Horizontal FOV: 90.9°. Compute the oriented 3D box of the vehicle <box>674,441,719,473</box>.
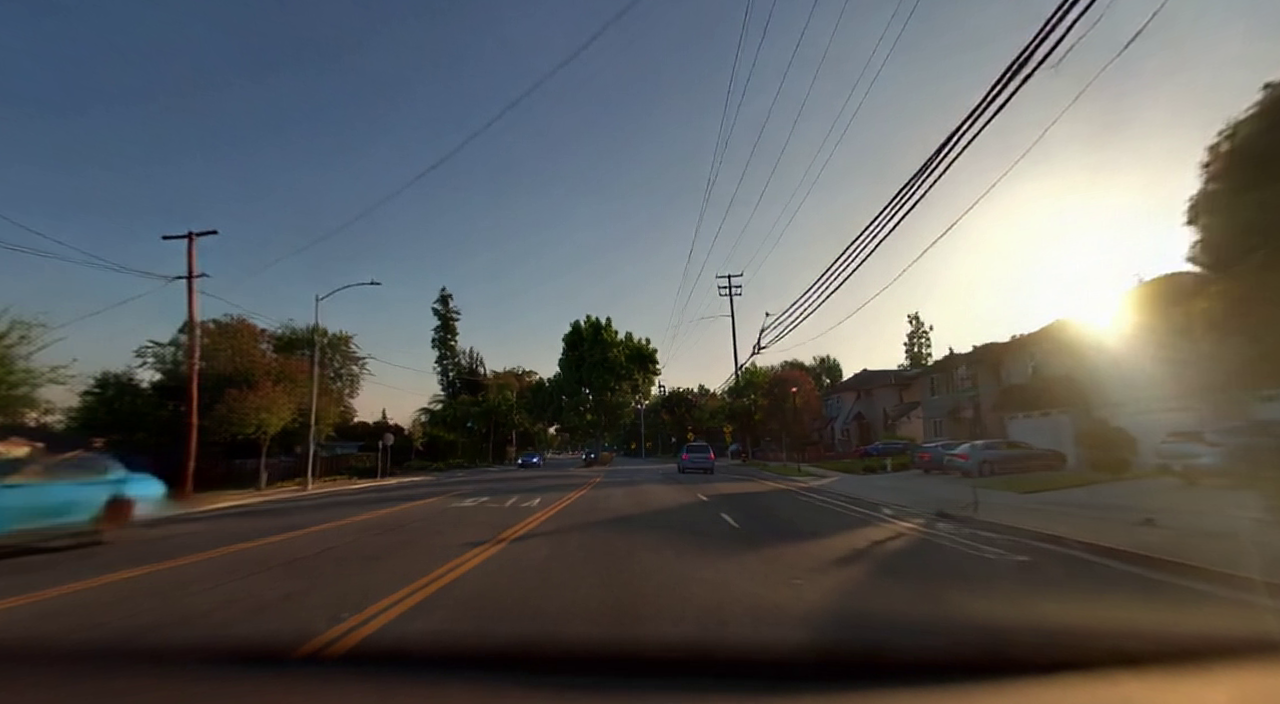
[{"bbox_3d":[3.394,6.501,39.085,2.144,1.843,4.827,0,-9,-2],"label":"vehicle"}]

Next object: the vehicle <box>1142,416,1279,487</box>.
[{"bbox_3d":[16.429,2.580,16.588,4.329,1.682,2.240,-2,-10,2],"label":"vehicle"}]

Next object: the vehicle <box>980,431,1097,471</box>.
[{"bbox_3d":[16.009,4.016,25.648,1.747,1.405,4.372,-2,-9,-2],"label":"vehicle"}]

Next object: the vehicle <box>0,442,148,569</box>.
[{"bbox_3d":[-9.395,2.043,8.245,2.179,1.613,4.516,-3,-9,2],"label":"vehicle"}]

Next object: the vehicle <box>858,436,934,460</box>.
[{"bbox_3d":[18.694,7.015,46.109,4.766,1.493,2.076,-8,-11,29],"label":"vehicle"}]

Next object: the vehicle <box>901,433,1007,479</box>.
[{"bbox_3d":[12.303,4.122,25.112,1.970,1.561,4.725,-2,-9,3],"label":"vehicle"}]
